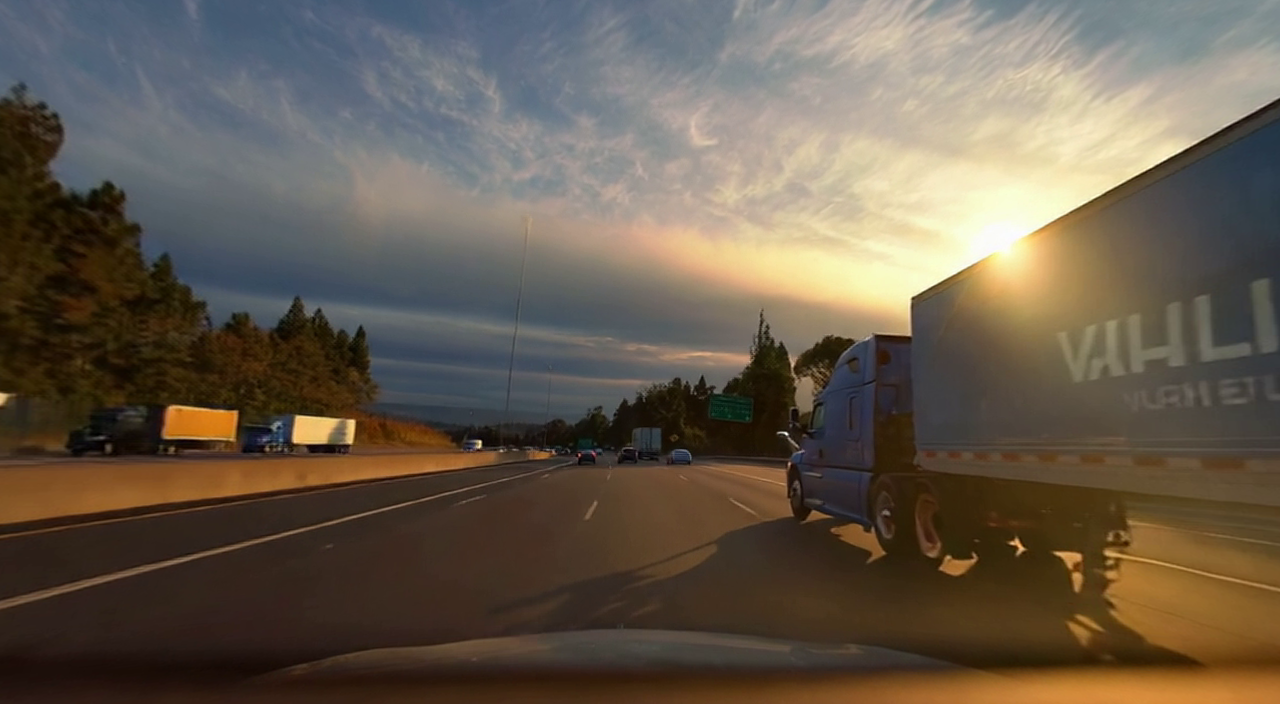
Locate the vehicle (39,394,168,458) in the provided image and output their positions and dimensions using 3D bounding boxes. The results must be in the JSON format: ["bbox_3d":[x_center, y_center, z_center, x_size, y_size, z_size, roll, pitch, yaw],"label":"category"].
[{"bbox_3d":[-35.304,5.022,41.826,2.899,3.870,6.026,-1,-9,3],"label":"vehicle"}]

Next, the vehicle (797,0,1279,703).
[{"bbox_3d":[4.277,-0.112,3.489,2.847,4.075,14.244,0,-9,-1],"label":"vehicle"}]
